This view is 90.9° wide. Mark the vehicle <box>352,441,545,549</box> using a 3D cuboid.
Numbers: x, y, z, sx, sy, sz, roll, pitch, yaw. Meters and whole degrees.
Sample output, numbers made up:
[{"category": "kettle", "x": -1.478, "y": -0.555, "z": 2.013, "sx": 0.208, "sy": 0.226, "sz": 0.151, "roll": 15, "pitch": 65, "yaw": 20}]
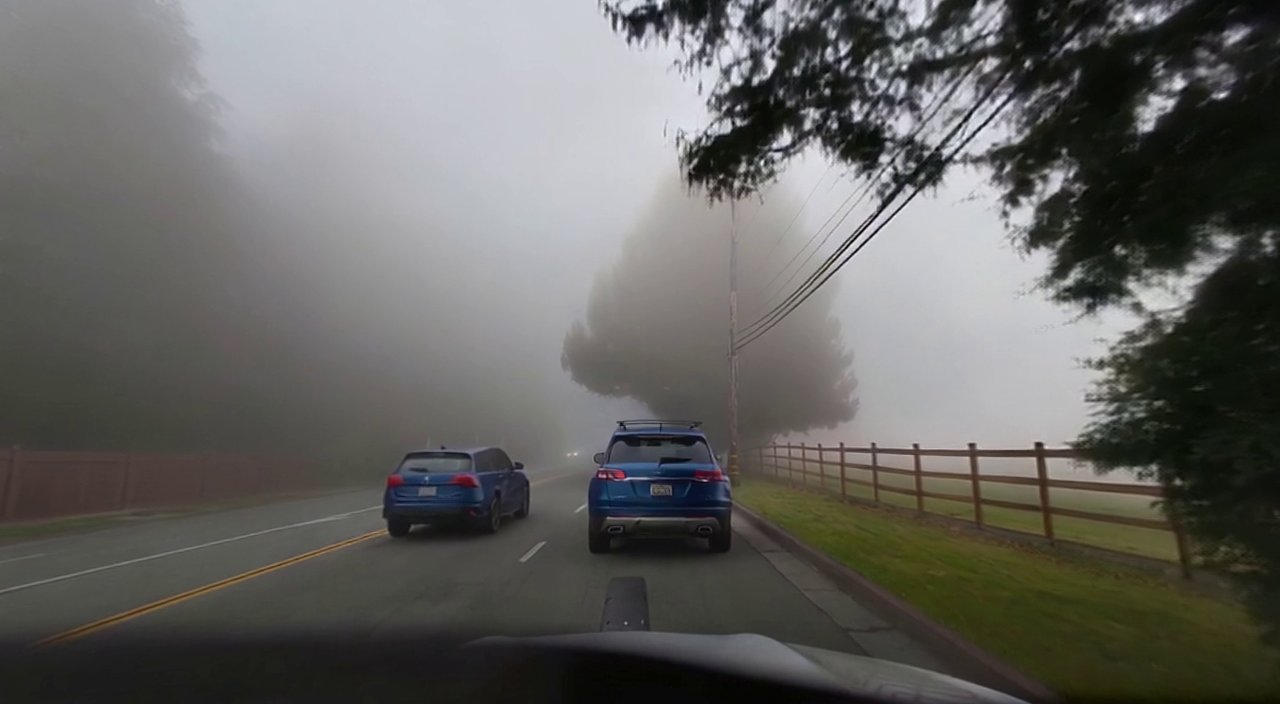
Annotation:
[{"category": "vehicle", "x": -2.992, "y": 2.306, "z": 10.866, "sx": 1.979, "sy": 1.489, "sz": 4.006, "roll": 0, "pitch": -9, "yaw": 1}]

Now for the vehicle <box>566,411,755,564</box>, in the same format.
[{"category": "vehicle", "x": 0.233, "y": 1.878, "z": 9.404, "sx": 2.174, "sy": 1.749, "sz": 4.113, "roll": 0, "pitch": -9, "yaw": 0}]
